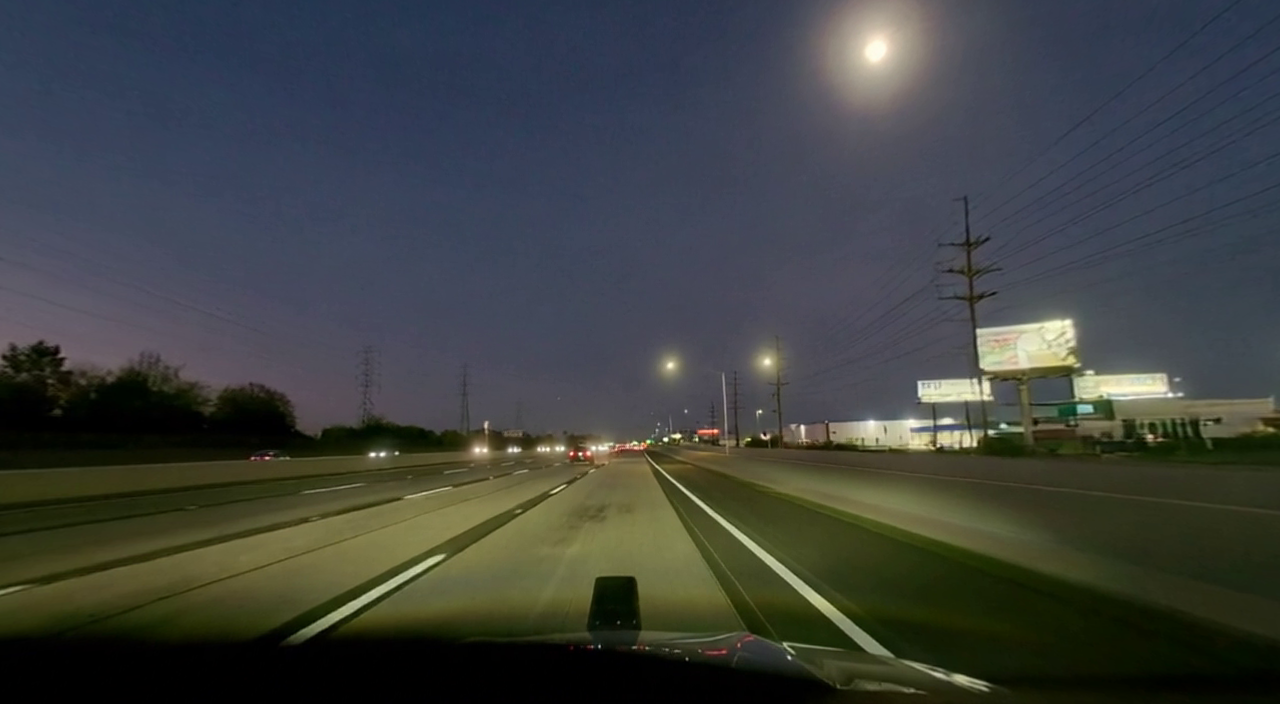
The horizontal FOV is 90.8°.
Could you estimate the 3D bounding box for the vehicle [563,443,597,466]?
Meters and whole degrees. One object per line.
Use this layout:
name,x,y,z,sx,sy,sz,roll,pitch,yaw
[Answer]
vehicle,-4.219,7.271,45.018,1.940,1.479,4.545,0,-9,0
